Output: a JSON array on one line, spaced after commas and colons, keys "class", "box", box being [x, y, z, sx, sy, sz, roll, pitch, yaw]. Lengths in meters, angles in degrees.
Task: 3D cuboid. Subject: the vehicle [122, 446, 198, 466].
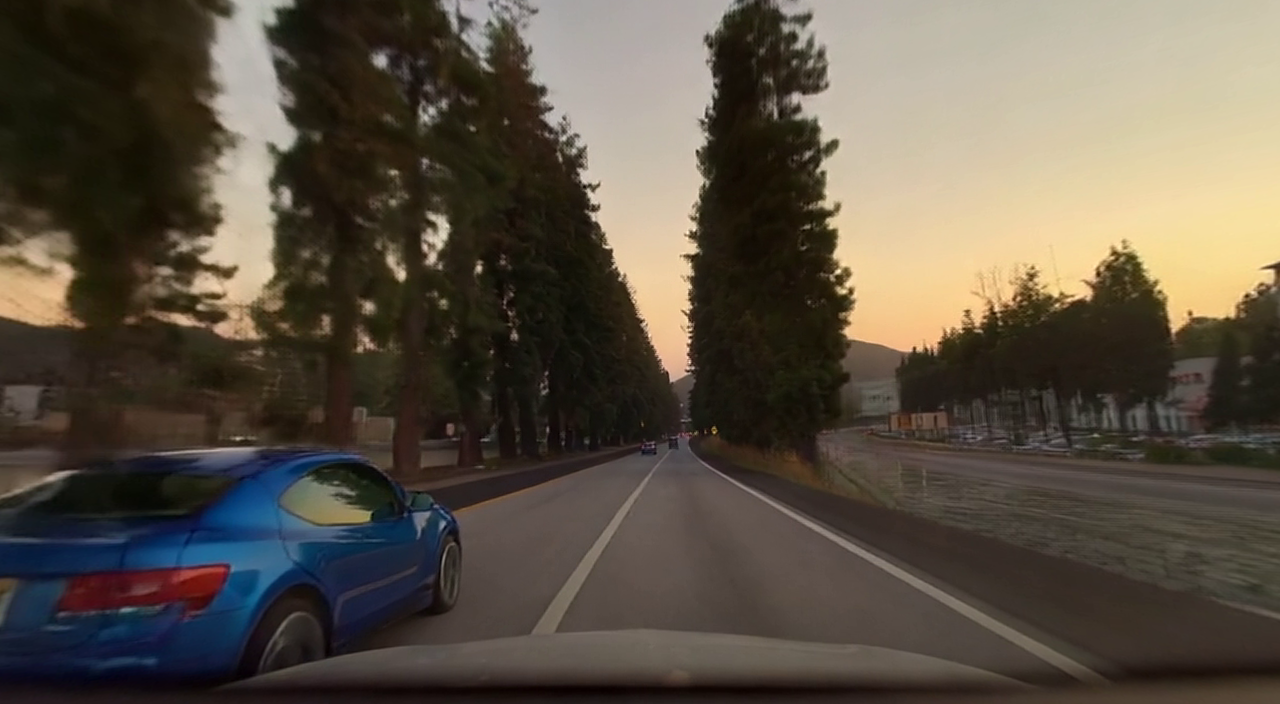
[{"class": "vehicle", "box": [-37.005, 8.005, 48.749, 1.877, 1.463, 4.583, -2, -9, 9]}]
